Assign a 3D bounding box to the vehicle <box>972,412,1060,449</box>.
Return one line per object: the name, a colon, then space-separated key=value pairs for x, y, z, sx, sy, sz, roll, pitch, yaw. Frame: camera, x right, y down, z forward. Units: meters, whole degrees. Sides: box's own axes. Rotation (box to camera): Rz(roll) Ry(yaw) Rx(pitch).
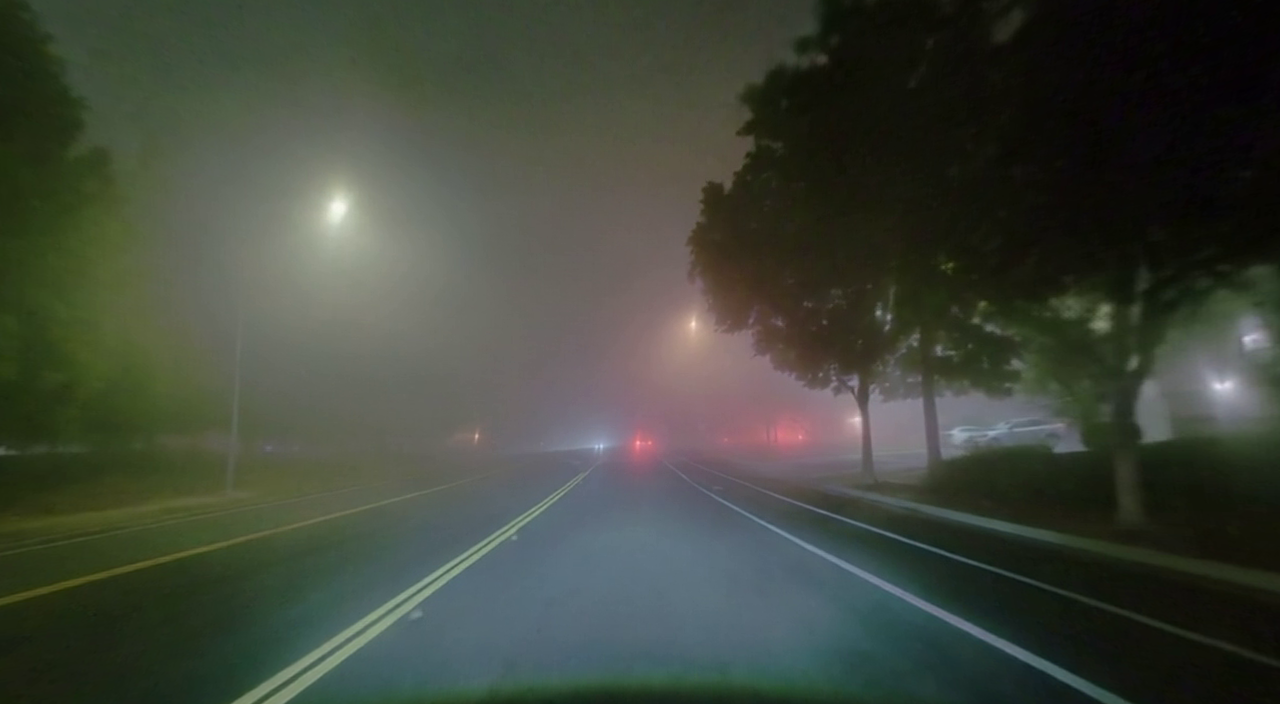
vehicle: x=19.727 y=4.188 z=33.365 sx=1.924 sy=1.703 sz=4.254 roll=-3 pitch=-9 yaw=0
